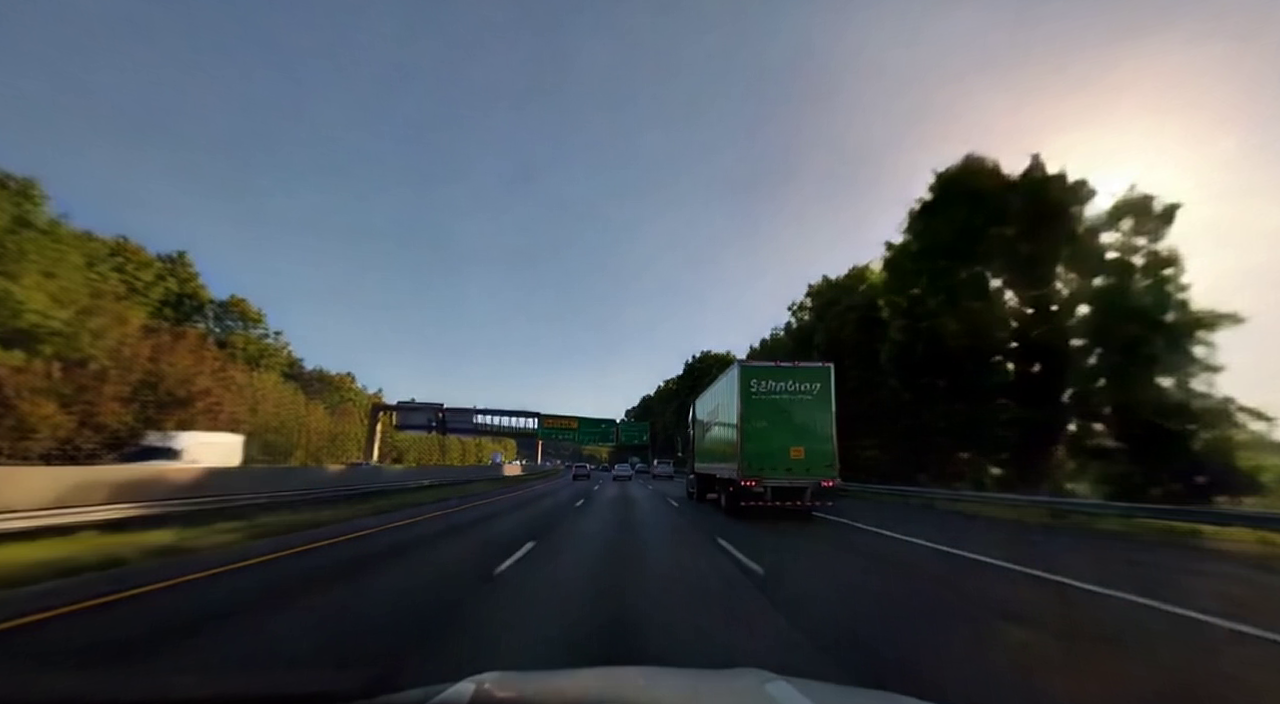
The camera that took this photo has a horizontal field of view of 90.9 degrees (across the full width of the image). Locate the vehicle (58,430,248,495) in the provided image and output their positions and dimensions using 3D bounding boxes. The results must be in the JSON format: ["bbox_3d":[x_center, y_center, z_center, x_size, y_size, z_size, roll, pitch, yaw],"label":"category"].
[{"bbox_3d":[-16.938,3.978,22.539,2.079,1.951,6.068,1,-10,-2],"label":"vehicle"}]

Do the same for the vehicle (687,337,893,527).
[{"bbox_3d":[3.908,3.053,21.376,2.992,4.300,13.967,1,-10,-2],"label":"vehicle"}]
